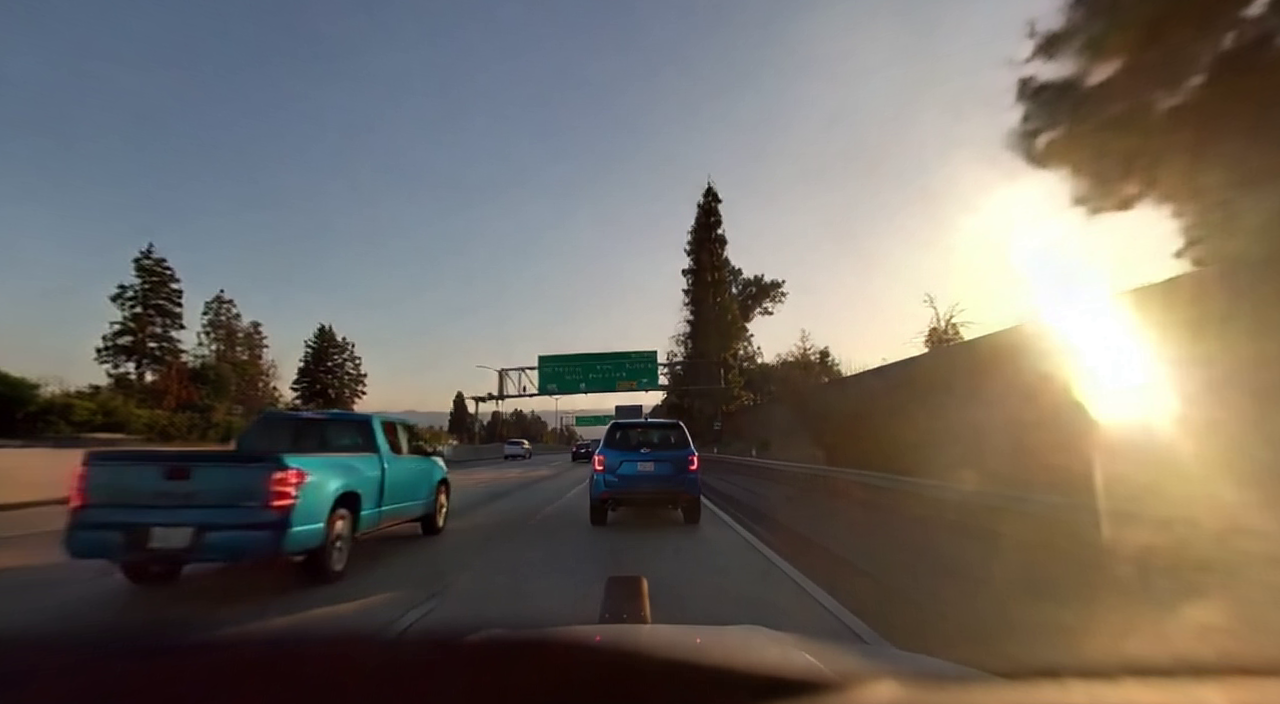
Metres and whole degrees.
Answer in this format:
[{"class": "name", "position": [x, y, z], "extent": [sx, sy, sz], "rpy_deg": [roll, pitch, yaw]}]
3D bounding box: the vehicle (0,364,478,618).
[{"class": "vehicle", "position": [-4.026, 1.481, 7.733], "extent": [2.486, 1.962, 5.525], "rpy_deg": [-1, -8, 2]}]

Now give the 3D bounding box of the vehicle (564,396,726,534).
[{"class": "vehicle", "position": [0.061, 2.018, 11.768], "extent": [2.395, 2.013, 4.734], "rpy_deg": [0, -8, 0]}]
